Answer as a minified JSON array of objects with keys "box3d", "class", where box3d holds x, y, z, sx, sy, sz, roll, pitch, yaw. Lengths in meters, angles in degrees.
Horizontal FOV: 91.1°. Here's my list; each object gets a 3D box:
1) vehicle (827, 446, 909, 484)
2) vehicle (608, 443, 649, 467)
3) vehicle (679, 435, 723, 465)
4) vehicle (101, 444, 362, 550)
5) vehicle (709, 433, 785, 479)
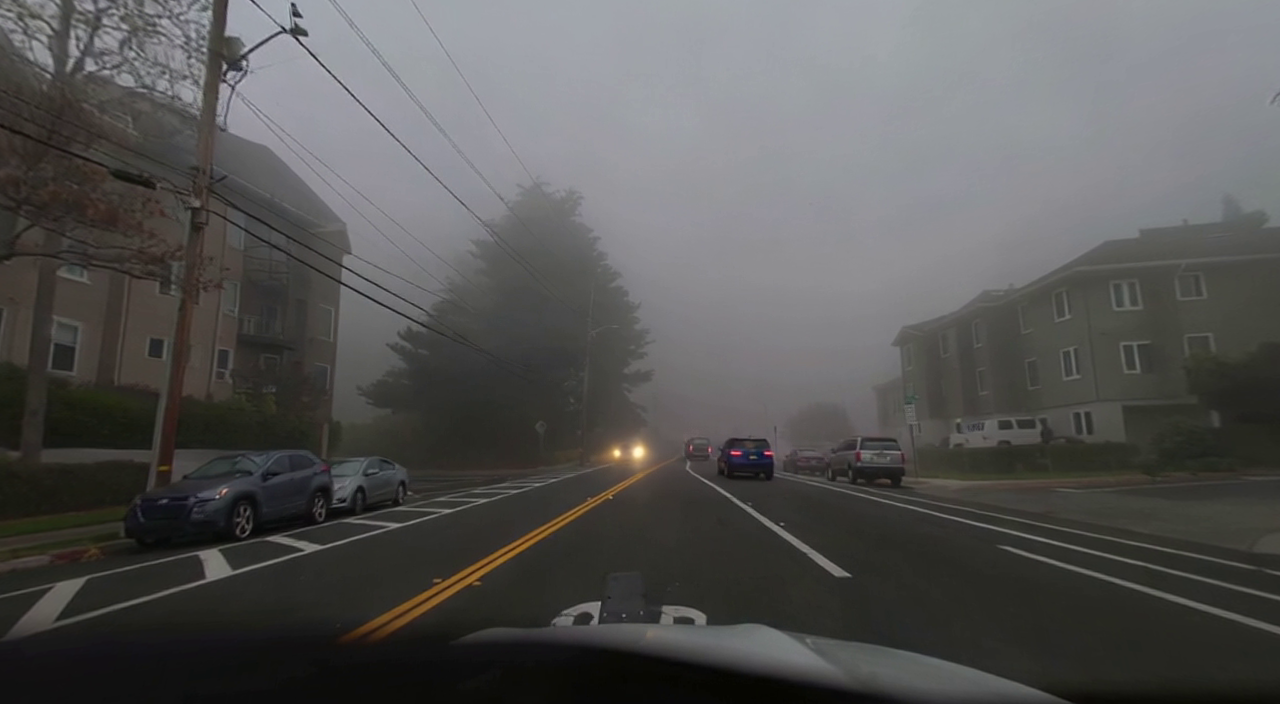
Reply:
[{"box3d":[9.884,4.901,27.608,1.935,1.478,4.711,0,-8,1],"class":"vehicle"},{"box3d":[-0.681,6.753,41.421,2.155,1.436,4.501,-1,-8,6],"class":"vehicle"},{"box3d":[4.022,6.596,42.310,2.368,1.840,4.896,0,-8,-1],"class":"vehicle"},{"box3d":[-8.224,2.895,13.398,2.381,1.825,4.652,0,-8,0],"class":"vehicle"},{"box3d":[4.311,4.312,26.233,2.306,1.719,4.805,0,-8,0],"class":"vehicle"}]
